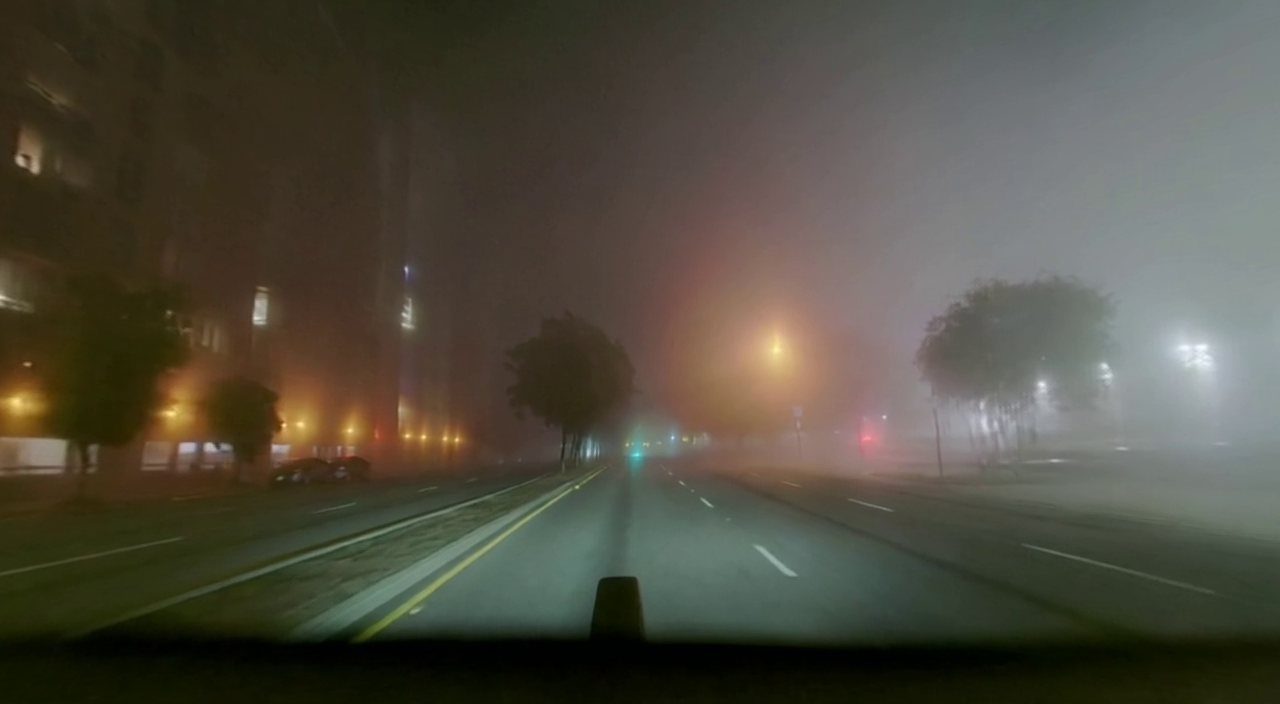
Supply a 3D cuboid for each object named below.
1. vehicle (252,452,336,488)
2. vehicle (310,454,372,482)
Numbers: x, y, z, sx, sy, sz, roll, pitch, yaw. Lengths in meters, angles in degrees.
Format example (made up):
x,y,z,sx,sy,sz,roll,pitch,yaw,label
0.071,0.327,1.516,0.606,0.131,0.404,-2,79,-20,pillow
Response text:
x,y,z,sx,sy,sz,roll,pitch,yaw,label
-19.351,6.572,35.625,2.255,1.848,4.617,0,-8,-2,vehicle
-19.508,7.556,41.471,1.965,1.665,4.577,-2,-9,-1,vehicle
